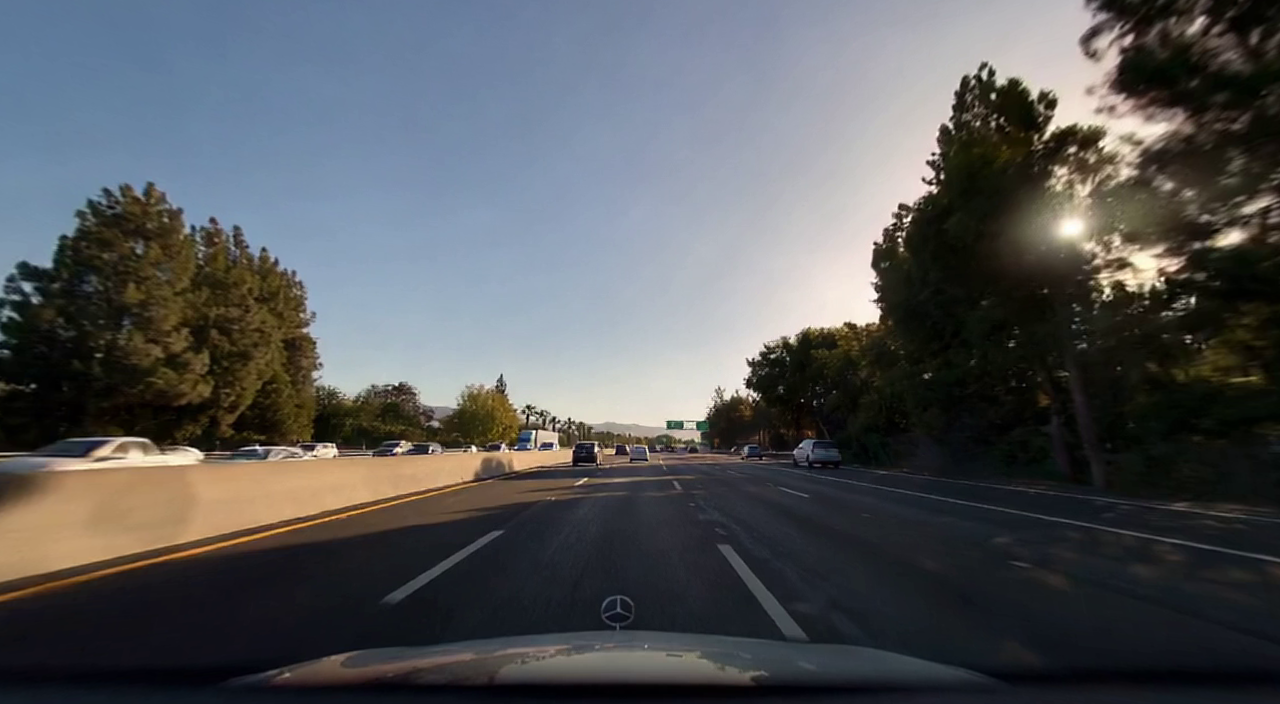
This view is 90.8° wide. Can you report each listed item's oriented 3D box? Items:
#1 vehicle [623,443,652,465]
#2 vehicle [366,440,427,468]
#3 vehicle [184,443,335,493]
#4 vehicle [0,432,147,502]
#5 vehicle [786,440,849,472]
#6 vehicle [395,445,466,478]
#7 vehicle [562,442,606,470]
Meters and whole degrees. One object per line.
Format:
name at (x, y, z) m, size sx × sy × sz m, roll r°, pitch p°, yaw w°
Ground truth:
vehicle at (-0.135, 7.349, 45.719) m, size 1.977 × 1.513 × 3.546 m, roll 0°, pitch -8°, yaw 1°
vehicle at (-15.815, 6.636, 41.345) m, size 2.053 × 1.706 × 4.602 m, roll 0°, pitch -8°, yaw 1°
vehicle at (-12.575, 3.832, 21.332) m, size 2.127 × 1.458 × 4.751 m, roll 0°, pitch -8°, yaw 0°
vehicle at (-16.188, 3.016, 16.906) m, size 2.142 × 1.658 × 4.662 m, roll 0°, pitch -9°, yaw 1°
vehicle at (9.983, 5.873, 35.925) m, size 2.130 × 1.703 × 4.572 m, roll 0°, pitch -9°, yaw -1°
vehicle at (-9.740, 5.104, 29.748) m, size 1.841 × 1.443 × 4.390 m, roll 0°, pitch -8°, yaw 1°
vehicle at (-3.332, 6.258, 38.256) m, size 2.154 × 1.530 × 4.519 m, roll 0°, pitch -8°, yaw 1°
